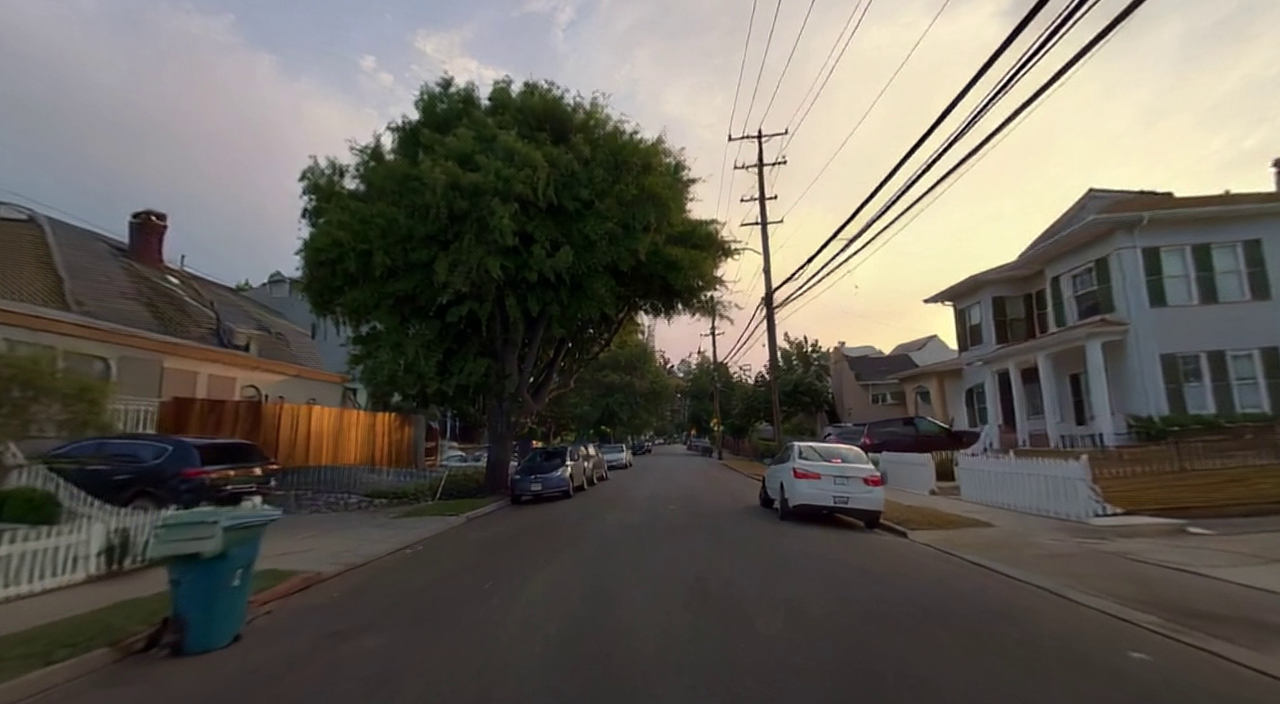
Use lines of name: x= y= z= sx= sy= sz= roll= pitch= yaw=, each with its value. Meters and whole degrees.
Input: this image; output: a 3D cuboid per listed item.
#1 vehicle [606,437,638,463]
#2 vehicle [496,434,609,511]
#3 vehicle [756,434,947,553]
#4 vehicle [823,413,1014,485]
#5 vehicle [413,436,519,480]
vehicle: x=-1.312 y=7.466 z=48.412 sx=2.082 sy=1.759 sz=4.541 roll=-2 pitch=-7 yaw=3
vehicle: x=-2.366 y=3.394 z=18.528 sx=2.204 sy=1.655 sz=4.813 roll=-8 pitch=-8 yaw=3
vehicle: x=3.467 y=2.333 z=11.448 sx=2.043 sy=1.631 sz=4.613 roll=0 pitch=-7 yaw=2
vehicle: x=9.073 y=3.196 z=21.015 sx=5.274 sy=2.170 sz=2.205 roll=1 pitch=-8 yaw=1
vehicle: x=-7.776 y=4.738 z=28.501 sx=4.088 sy=1.779 sz=2.109 roll=0 pitch=-7 yaw=5
